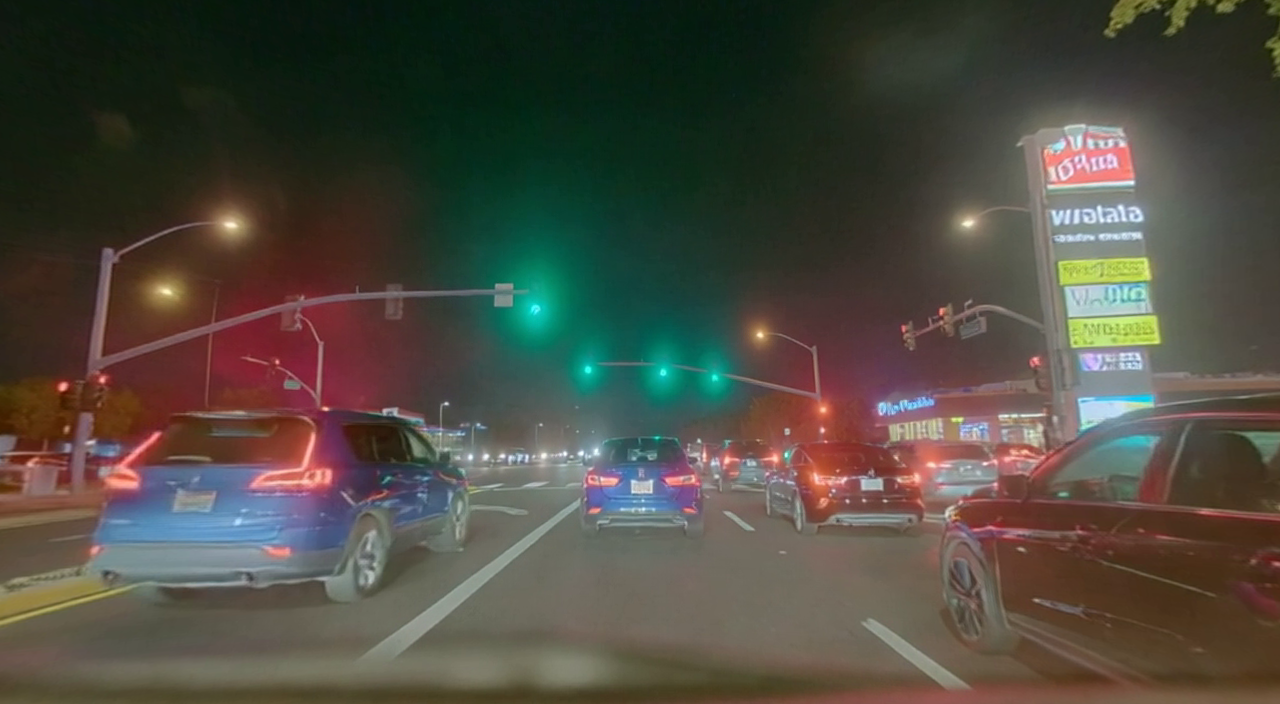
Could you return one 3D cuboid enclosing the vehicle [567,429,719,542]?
[{"bbox_3d":[0.028,2.175,10.883,2.154,1.577,3.723,0,-8,0],"label":"vehicle"}]

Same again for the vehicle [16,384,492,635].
[{"bbox_3d":[-3.405,1.511,7.099,2.257,1.823,4.777,0,-8,1],"label":"vehicle"}]

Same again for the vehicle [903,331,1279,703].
[{"bbox_3d":[3.035,0.860,2.568,2.075,1.661,4.401,0,-8,1],"label":"vehicle"}]

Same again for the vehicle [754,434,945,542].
[{"bbox_3d":[3.347,2.236,11.087,1.865,1.496,4.170,0,-8,-1],"label":"vehicle"}]

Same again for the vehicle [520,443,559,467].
[{"bbox_3d":[-7.893,8.085,49.928,2.293,1.777,4.497,0,-8,0],"label":"vehicle"}]
